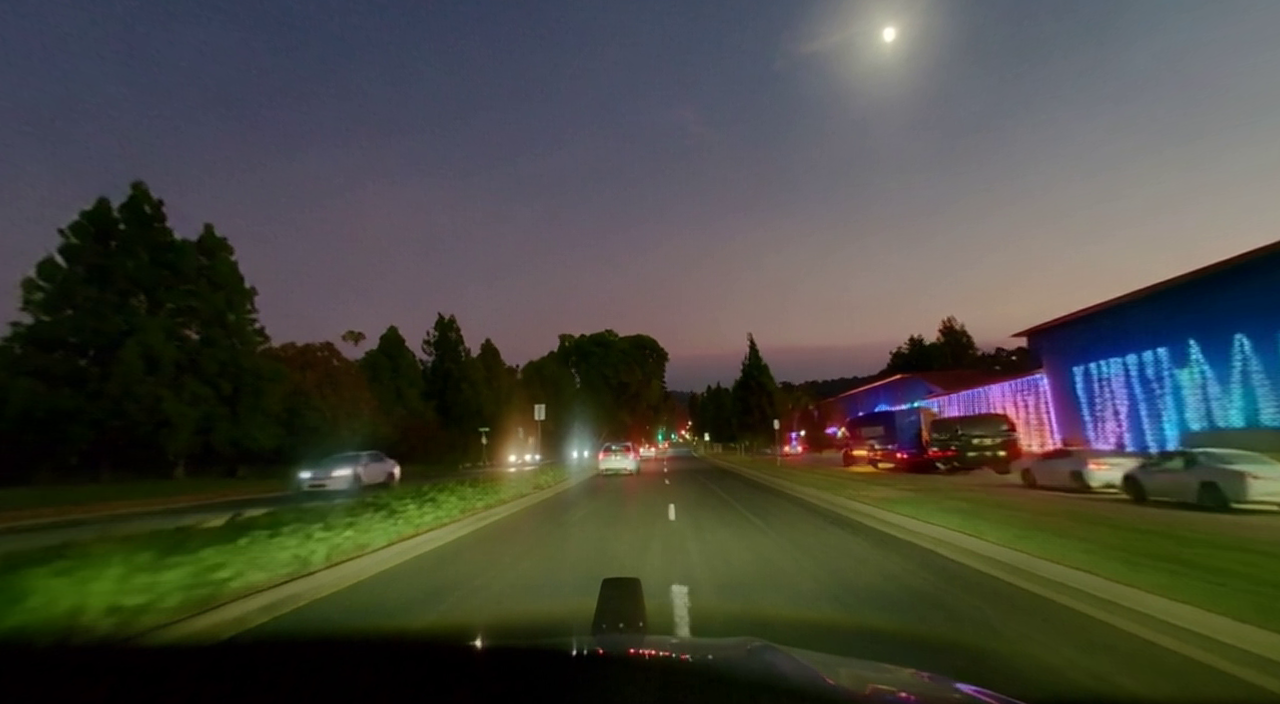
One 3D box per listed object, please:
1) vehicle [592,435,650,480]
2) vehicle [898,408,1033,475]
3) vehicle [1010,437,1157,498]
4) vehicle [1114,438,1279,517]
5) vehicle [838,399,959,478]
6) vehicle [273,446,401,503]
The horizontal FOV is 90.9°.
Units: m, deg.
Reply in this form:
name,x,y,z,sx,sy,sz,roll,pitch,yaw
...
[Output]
name,x,y,z,sx,sy,sz,roll,pitch,yaw
vehicle,-0.712,4.401,26.649,2.129,1.713,4.314,0,-8,3
vehicle,13.505,3.805,26.900,2.507,2.441,6.959,-1,-8,5
vehicle,13.408,3.448,19.378,1.686,1.467,3.955,-5,-7,3
vehicle,12.981,2.676,13.905,1.852,1.457,4.351,1,-8,3
vehicle,14.281,4.911,36.132,2.794,3.710,10.785,-3,-8,3
vehicle,-10.580,4.247,22.492,1.997,1.775,4.585,0,-8,4
